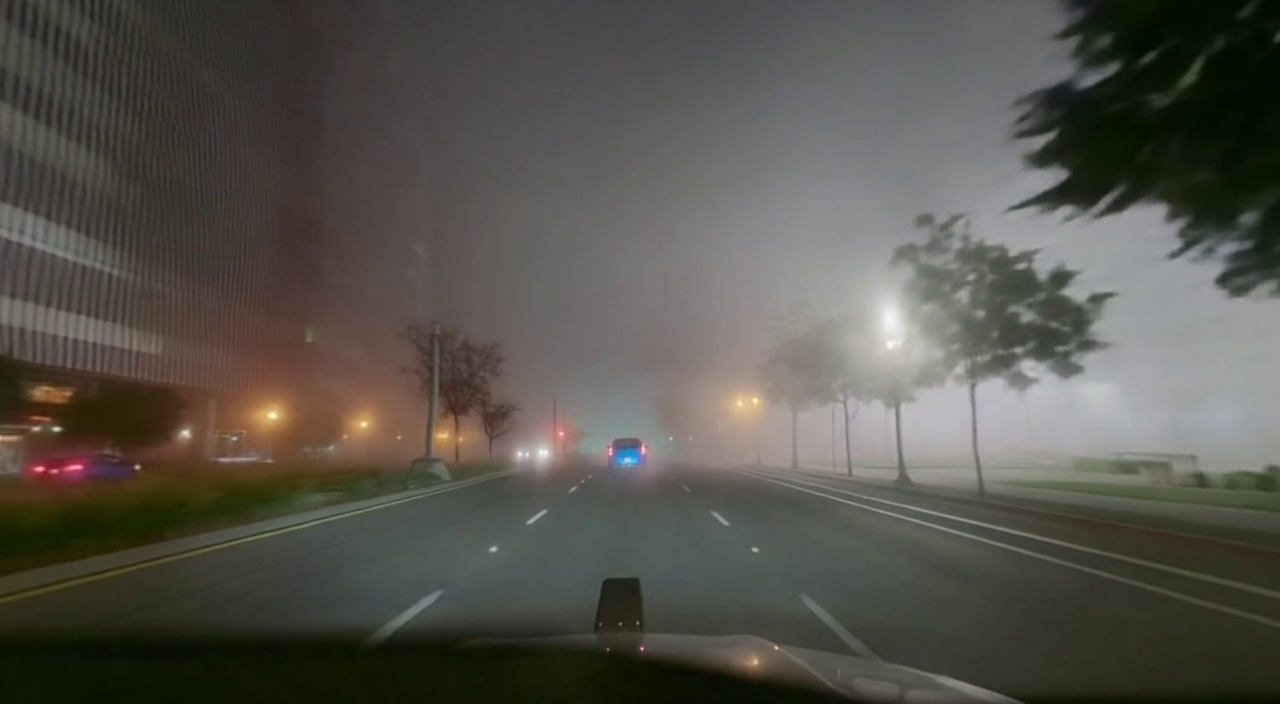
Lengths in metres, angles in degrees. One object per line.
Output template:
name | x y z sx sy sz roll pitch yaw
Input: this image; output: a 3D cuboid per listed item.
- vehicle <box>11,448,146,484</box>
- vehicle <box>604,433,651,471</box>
vehicle | -29.692 6.001 33.629 4.813 1.783 1.983 3 -9 -20
vehicle | -0.624 5.254 33.356 2.313 1.860 4.319 0 -8 -1
